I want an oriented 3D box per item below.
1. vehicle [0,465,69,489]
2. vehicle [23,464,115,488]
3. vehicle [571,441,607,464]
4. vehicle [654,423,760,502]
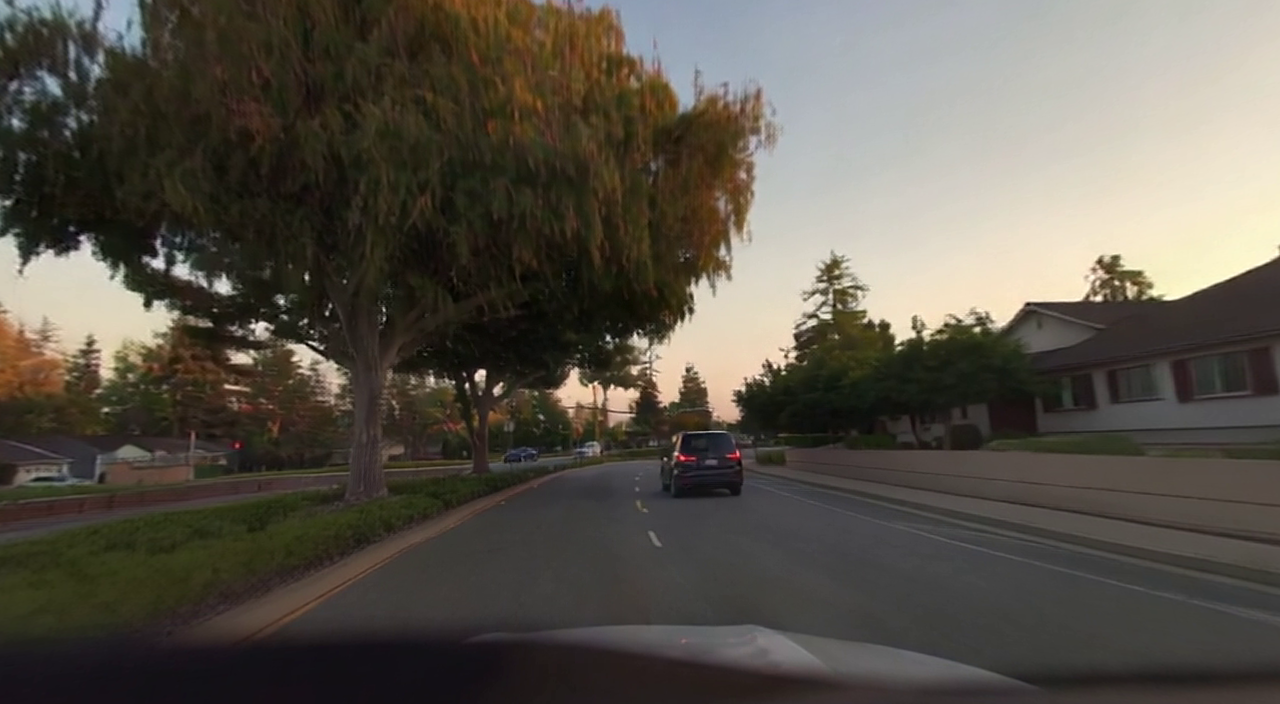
[{"bbox_3d":[-39.624,8.107,40.832,3.339,1.383,1.865,1,-8,-7],"label":"vehicle"},{"bbox_3d":[-39.137,8.503,43.277,4.283,1.478,2.003,0,-9,-4],"label":"vehicle"},{"bbox_3d":[-3.956,7.932,49.960,2.063,1.721,4.261,-1,-9,6],"label":"vehicle"},{"bbox_3d":[1.626,2.962,17.246,2.141,1.833,4.704,0,-8,-3],"label":"vehicle"}]
